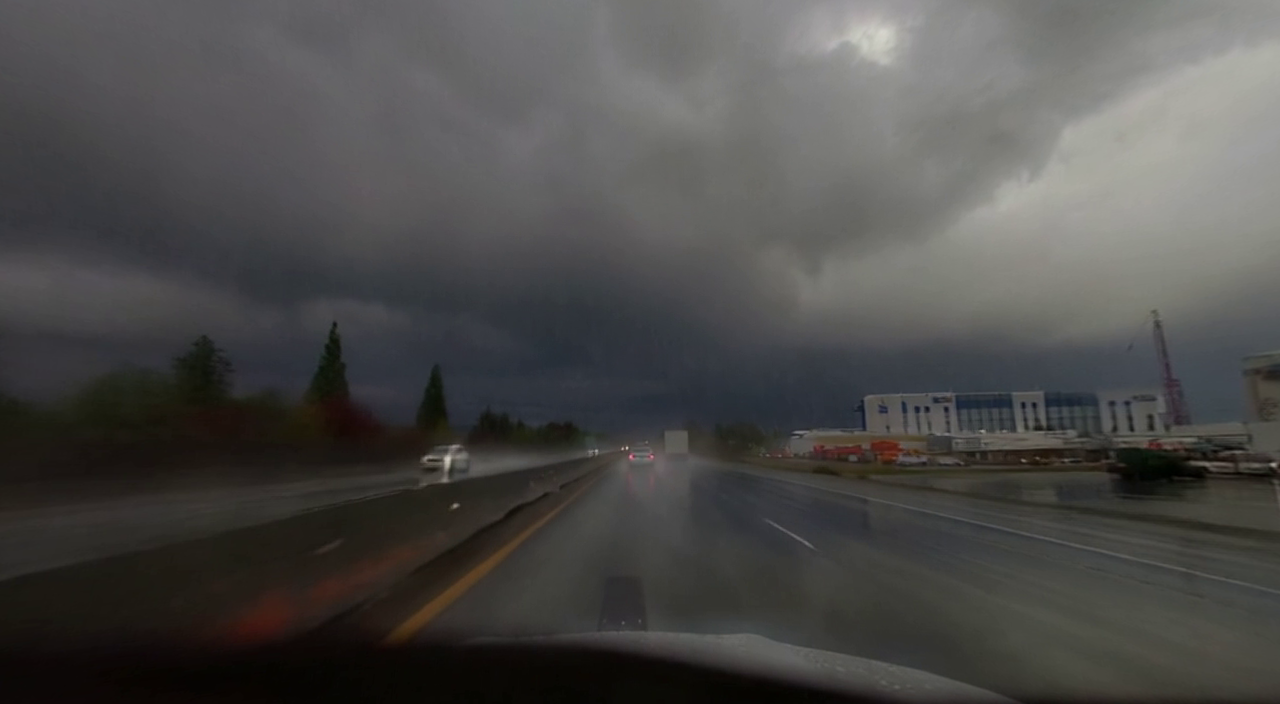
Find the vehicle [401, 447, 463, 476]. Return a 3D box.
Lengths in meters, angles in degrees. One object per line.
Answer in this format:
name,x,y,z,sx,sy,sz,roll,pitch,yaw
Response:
vehicle,-12.164,6.427,37.192,2.025,1.546,4.765,0,-9,0

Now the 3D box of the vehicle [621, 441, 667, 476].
vehicle,0.185,5.069,30.218,2.045,1.527,4.023,0,-9,0
